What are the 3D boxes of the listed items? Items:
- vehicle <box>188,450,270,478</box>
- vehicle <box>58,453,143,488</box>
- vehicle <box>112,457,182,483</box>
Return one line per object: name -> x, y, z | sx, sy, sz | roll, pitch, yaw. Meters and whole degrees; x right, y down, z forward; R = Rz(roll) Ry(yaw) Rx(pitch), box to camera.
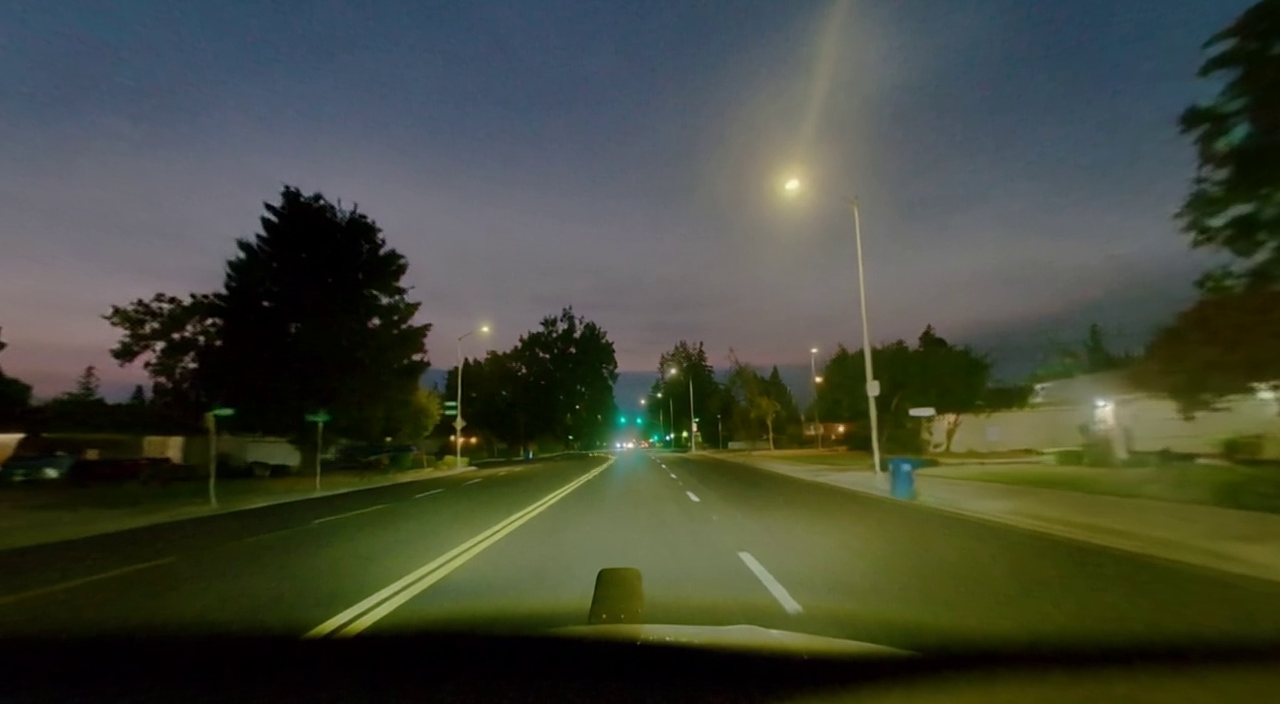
vehicle -> -23.681, 6.408, 36.331 | 4.791, 1.421, 1.985 | -4, -10, 31
vehicle -> -28.254, 6.138, 33.067 | 4.425, 1.570, 1.959 | -4, -9, 31
vehicle -> -28.031, 6.687, 35.887 | 3.738, 1.379, 1.627 | -5, -10, 28
